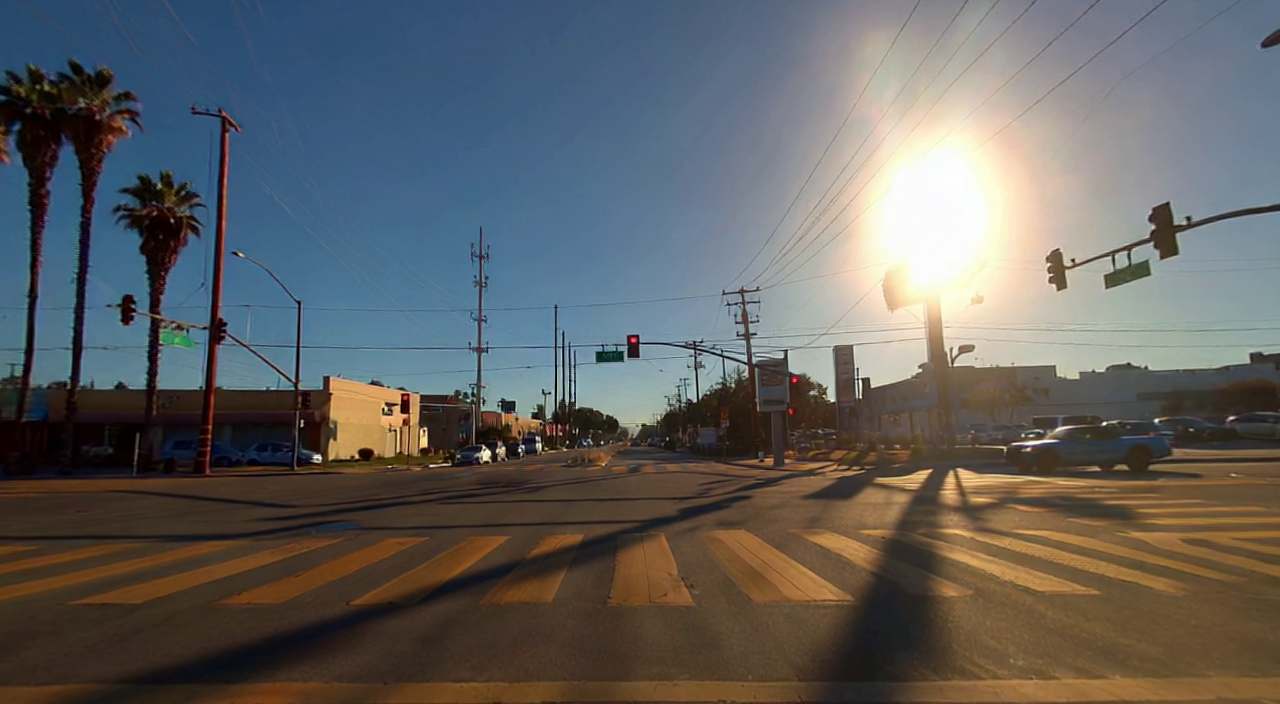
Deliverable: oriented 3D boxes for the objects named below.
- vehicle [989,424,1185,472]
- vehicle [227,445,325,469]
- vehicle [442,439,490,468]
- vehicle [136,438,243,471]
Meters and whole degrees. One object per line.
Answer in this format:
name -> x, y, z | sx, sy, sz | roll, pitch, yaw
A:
vehicle -> 14.760, 3.215, 21.133 | 4.918, 1.479, 1.897 | -1, -9, 7
vehicle -> -22.311, 6.438, 38.840 | 4.849, 1.444, 1.881 | 0, -8, 1
vehicle -> -11.984, 6.991, 43.808 | 2.016, 1.717, 4.287 | 0, -6, 1
vehicle -> -25.911, 5.928, 36.462 | 4.613, 1.820, 2.021 | 0, -9, 3
